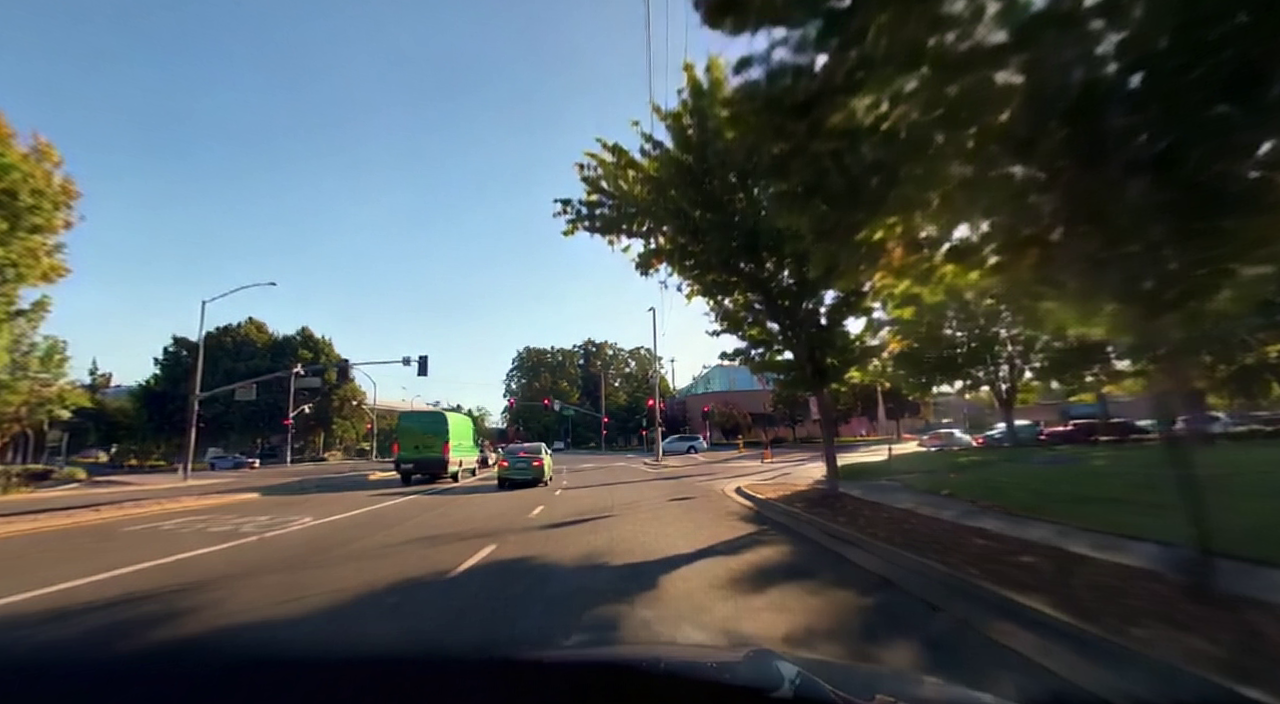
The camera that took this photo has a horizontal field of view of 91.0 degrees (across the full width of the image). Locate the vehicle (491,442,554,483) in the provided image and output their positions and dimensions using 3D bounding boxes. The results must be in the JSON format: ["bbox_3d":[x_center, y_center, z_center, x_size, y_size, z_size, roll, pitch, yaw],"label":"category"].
[{"bbox_3d":[-4.619,4.412,25.407,2.019,1.485,4.565,1,-9,-5],"label":"vehicle"}]

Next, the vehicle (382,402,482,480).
[{"bbox_3d":[-8.647,3.861,27.032,2.461,2.889,6.776,1,-9,-5],"label":"vehicle"}]

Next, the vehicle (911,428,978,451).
[{"bbox_3d":[20.513,5.959,42.477,3.718,1.480,1.981,3,-9,-20],"label":"vehicle"}]

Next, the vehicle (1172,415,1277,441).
[{"bbox_3d":[39.239,5.127,42.406,4.643,1.620,1.938,-2,-9,15],"label":"vehicle"}]

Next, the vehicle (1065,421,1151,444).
[{"bbox_3d":[32.529,5.645,43.916,4.342,1.513,1.838,-2,-9,13],"label":"vehicle"}]

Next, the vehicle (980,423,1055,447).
[{"bbox_3d":[26.809,5.915,44.806,4.056,1.659,1.881,-2,-9,11],"label":"vehicle"}]
